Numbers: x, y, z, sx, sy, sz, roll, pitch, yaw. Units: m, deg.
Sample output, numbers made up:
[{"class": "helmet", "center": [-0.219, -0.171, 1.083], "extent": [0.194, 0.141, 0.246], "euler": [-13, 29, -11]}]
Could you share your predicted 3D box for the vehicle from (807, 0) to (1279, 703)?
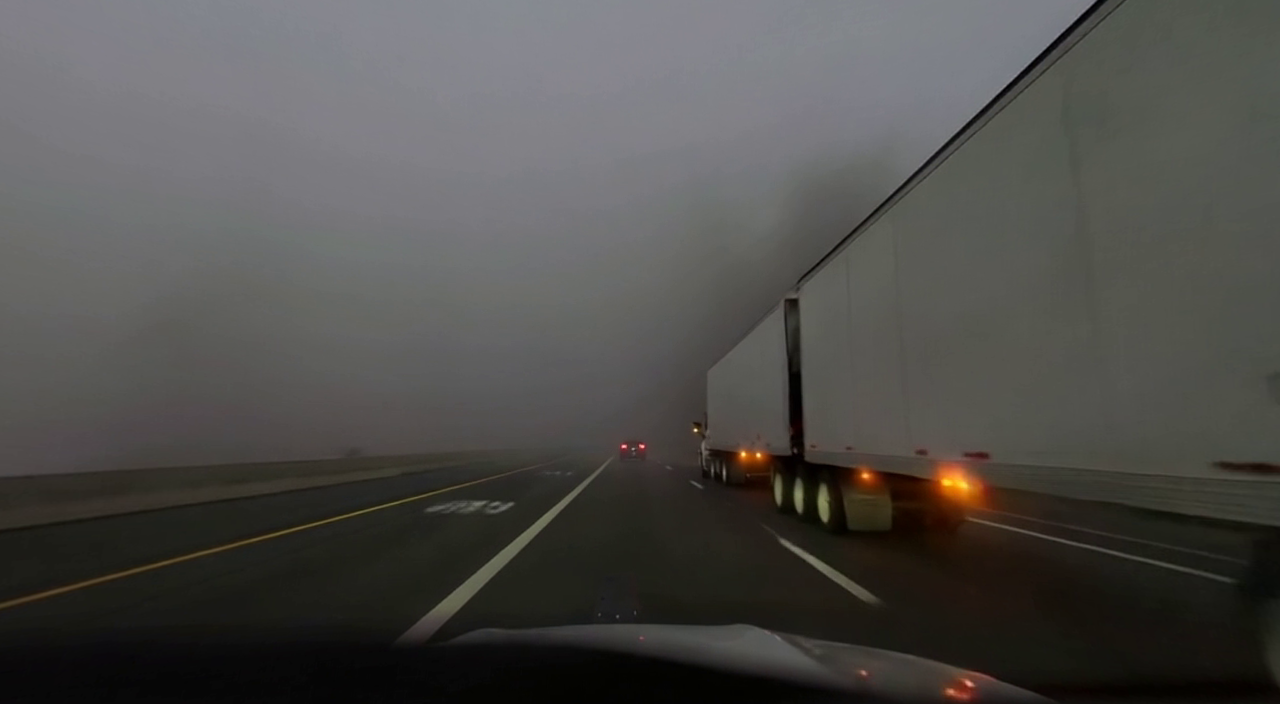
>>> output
[{"class": "vehicle", "center": [3.891, -0.012, 4.426], "extent": [2.967, 3.961, 8.660], "euler": [-1, -8, 0]}]

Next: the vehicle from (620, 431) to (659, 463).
[{"class": "vehicle", "center": [-0.095, 6.424, 42.547], "extent": [2.456, 2.007, 4.728], "euler": [0, -8, -1]}]

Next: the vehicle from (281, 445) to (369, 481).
[{"class": "vehicle", "center": [-15.240, 5.362, 30.767], "extent": [1.969, 1.532, 4.531], "euler": [0, -8, 0]}]
